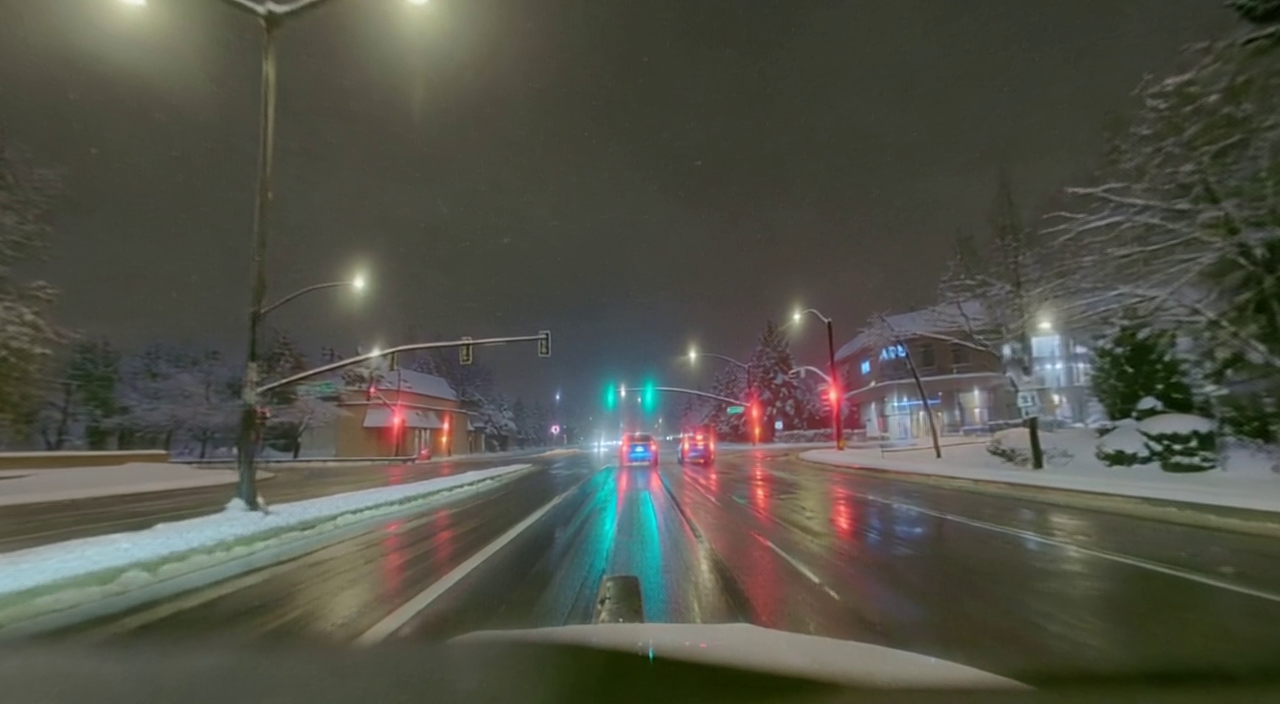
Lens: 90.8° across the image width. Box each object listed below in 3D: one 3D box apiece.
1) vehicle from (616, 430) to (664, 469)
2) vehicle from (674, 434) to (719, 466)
[{"bbox_3d":[-0.082,5.285,34.289,2.413,1.939,4.716,0,-8,-2],"label":"vehicle"},{"bbox_3d":[3.276,5.792,37.508,2.107,1.736,4.228,0,-8,-2],"label":"vehicle"}]
